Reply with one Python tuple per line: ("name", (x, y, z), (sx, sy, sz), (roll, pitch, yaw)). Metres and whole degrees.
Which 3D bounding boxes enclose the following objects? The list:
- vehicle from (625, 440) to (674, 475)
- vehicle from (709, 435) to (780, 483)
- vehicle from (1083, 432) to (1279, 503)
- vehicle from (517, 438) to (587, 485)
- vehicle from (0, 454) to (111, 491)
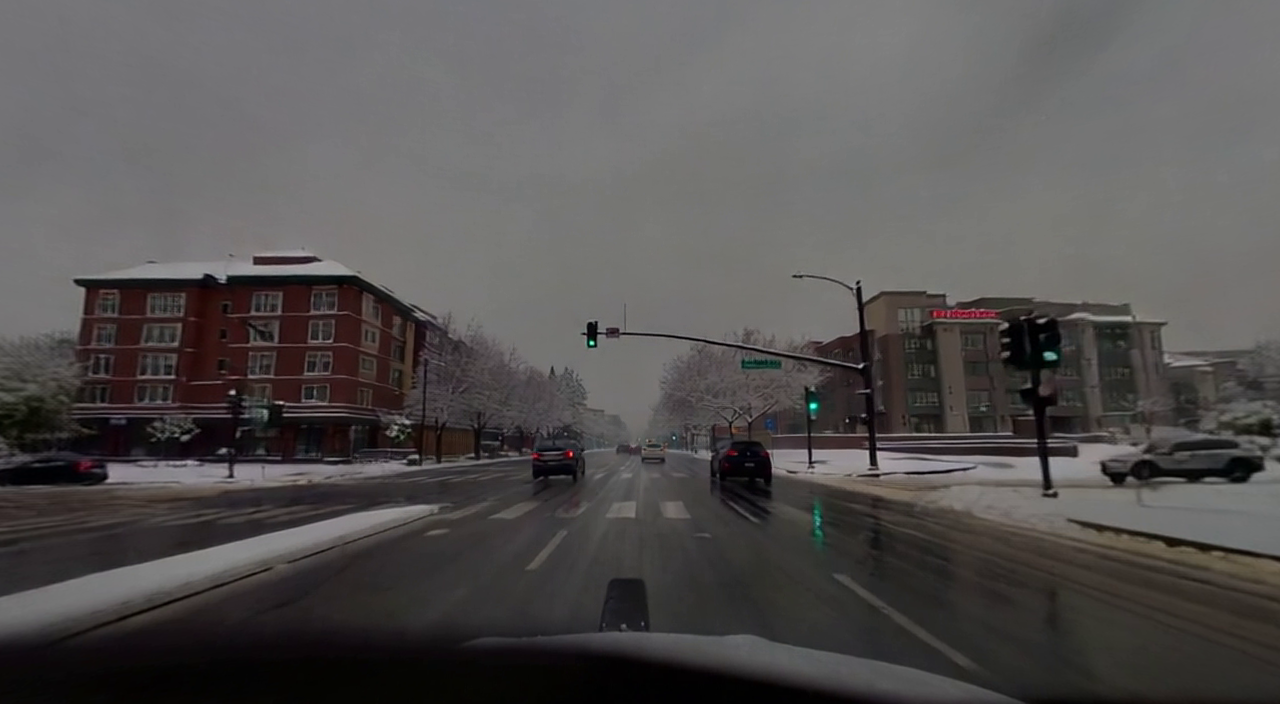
("vehicle", (0.422, 4.873, 29.334), (2.103, 1.468, 4.094), (0, -9, 0))
("vehicle", (3.806, 3.965, 23.588), (1.987, 1.637, 3.896), (0, -9, 0))
("vehicle", (15.676, 3.192, 17.662), (4.921, 1.841, 1.957), (0, -9, 1))
("vehicle", (-3.057, 3.896, 22.650), (1.860, 1.510, 4.073), (0, -9, 1))
("vehicle", (-26.580, 5.279, 27.780), (4.604, 1.491, 2.125), (0, -9, 0))
